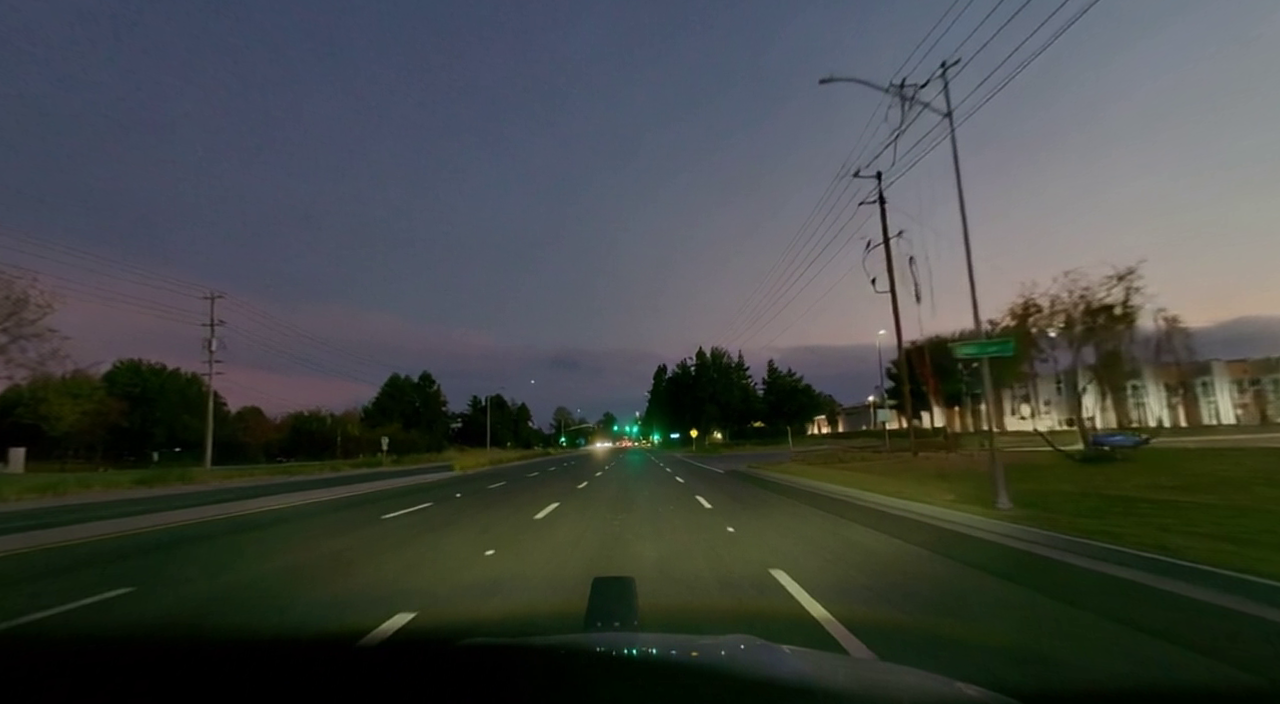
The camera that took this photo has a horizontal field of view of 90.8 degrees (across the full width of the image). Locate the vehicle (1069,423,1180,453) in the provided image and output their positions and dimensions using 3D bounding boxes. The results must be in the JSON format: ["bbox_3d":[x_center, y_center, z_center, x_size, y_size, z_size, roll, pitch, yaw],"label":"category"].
[{"bbox_3d":[25.413,4.590,33.412,1.996,1.442,4.785,0,-8,-2],"label":"vehicle"}]
